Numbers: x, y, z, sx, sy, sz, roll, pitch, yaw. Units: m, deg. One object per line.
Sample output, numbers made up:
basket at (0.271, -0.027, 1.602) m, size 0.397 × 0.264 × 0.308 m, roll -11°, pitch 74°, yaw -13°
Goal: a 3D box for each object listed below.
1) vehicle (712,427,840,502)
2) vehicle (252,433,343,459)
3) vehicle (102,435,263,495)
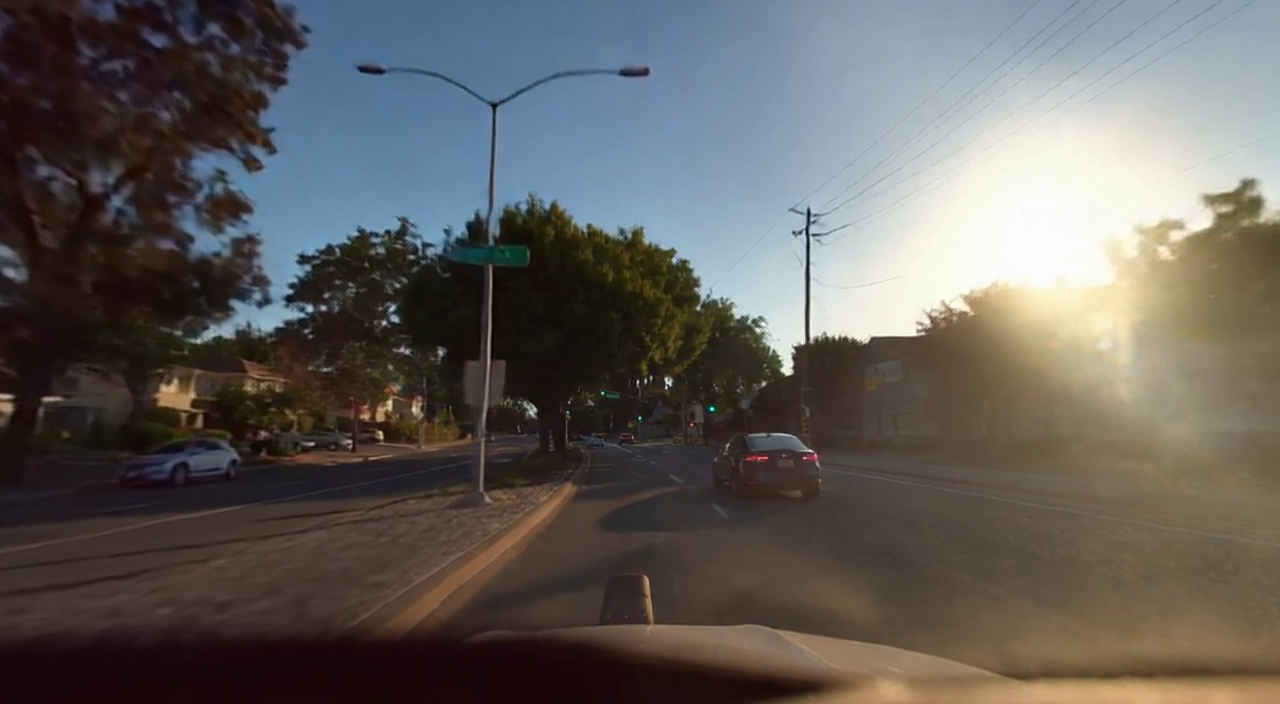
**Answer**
vehicle at (2.925, 2.539, 14.570) m, size 1.960 × 1.479 × 4.086 m, roll 0°, pitch -9°, yaw -1°
vehicle at (-21.946, 6.070, 40.569) m, size 4.717 × 1.615 × 2.014 m, roll 2°, pitch -9°, yaw -12°
vehicle at (-14.065, 3.474, 19.787) m, size 1.949 × 1.642 × 4.376 m, roll 0°, pitch -9°, yaw -4°
